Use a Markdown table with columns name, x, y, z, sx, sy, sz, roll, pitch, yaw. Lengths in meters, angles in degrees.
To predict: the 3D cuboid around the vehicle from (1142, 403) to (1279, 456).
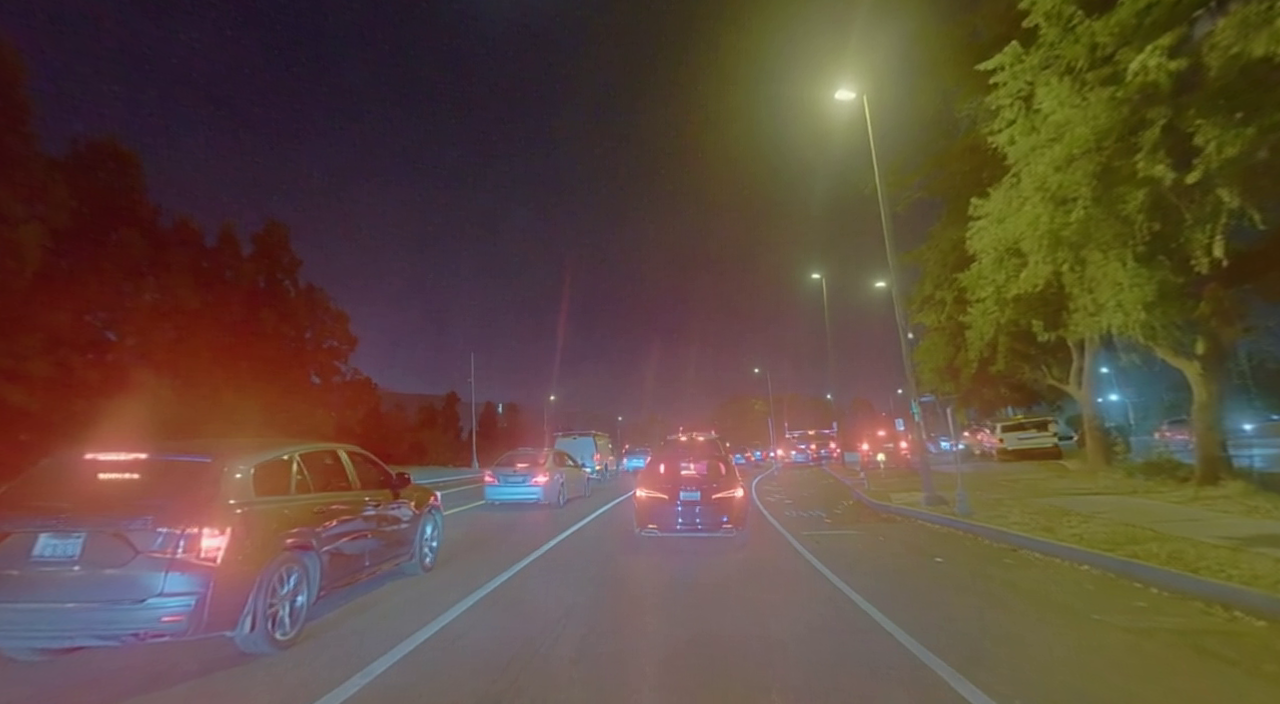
| name | x | y | z | sx | sy | sz | roll | pitch | yaw |
| --- | --- | --- | --- | --- | --- | --- | --- | --- | --- |
| vehicle | 20.283 | 2.800 | 22.546 | 1.902 | 1.529 | 3.937 | -7 | -9 | 13 |

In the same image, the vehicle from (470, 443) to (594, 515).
| name | x | y | z | sx | sy | sz | roll | pitch | yaw |
| --- | --- | --- | --- | --- | --- | --- | --- | --- | --- |
| vehicle | -2.456 | 3.013 | 15.494 | 1.870 | 1.490 | 4.187 | -1 | -9 | 7 |

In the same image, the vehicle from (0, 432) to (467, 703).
| name | x | y | z | sx | sy | sz | roll | pitch | yaw |
| --- | --- | --- | --- | --- | --- | --- | --- | --- | --- |
| vehicle | -3.248 | 1.542 | 5.724 | 1.940 | 1.502 | 4.241 | -1 | -9 | 3 |

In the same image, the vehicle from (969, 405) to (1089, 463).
| name | x | y | z | sx | sy | sz | roll | pitch | yaw |
| --- | --- | --- | --- | --- | --- | --- | --- | --- | --- |
| vehicle | 14.296 | 3.120 | 23.541 | 2.288 | 1.933 | 4.612 | -2 | -9 | 12 |

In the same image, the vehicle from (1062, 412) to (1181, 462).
| name | x | y | z | sx | sy | sz | roll | pitch | yaw |
| --- | --- | --- | --- | --- | --- | --- | --- | --- | --- |
| vehicle | 17.491 | 3.129 | 23.126 | 1.803 | 1.518 | 3.893 | -7 | -9 | 12 |

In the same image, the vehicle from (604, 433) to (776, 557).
| name | x | y | z | sx | sy | sz | roll | pitch | yaw |
| --- | --- | --- | --- | --- | --- | --- | --- | --- | --- |
| vehicle | 0.777 | 2.105 | 10.012 | 2.142 | 1.528 | 4.133 | -1 | -9 | 5 |
